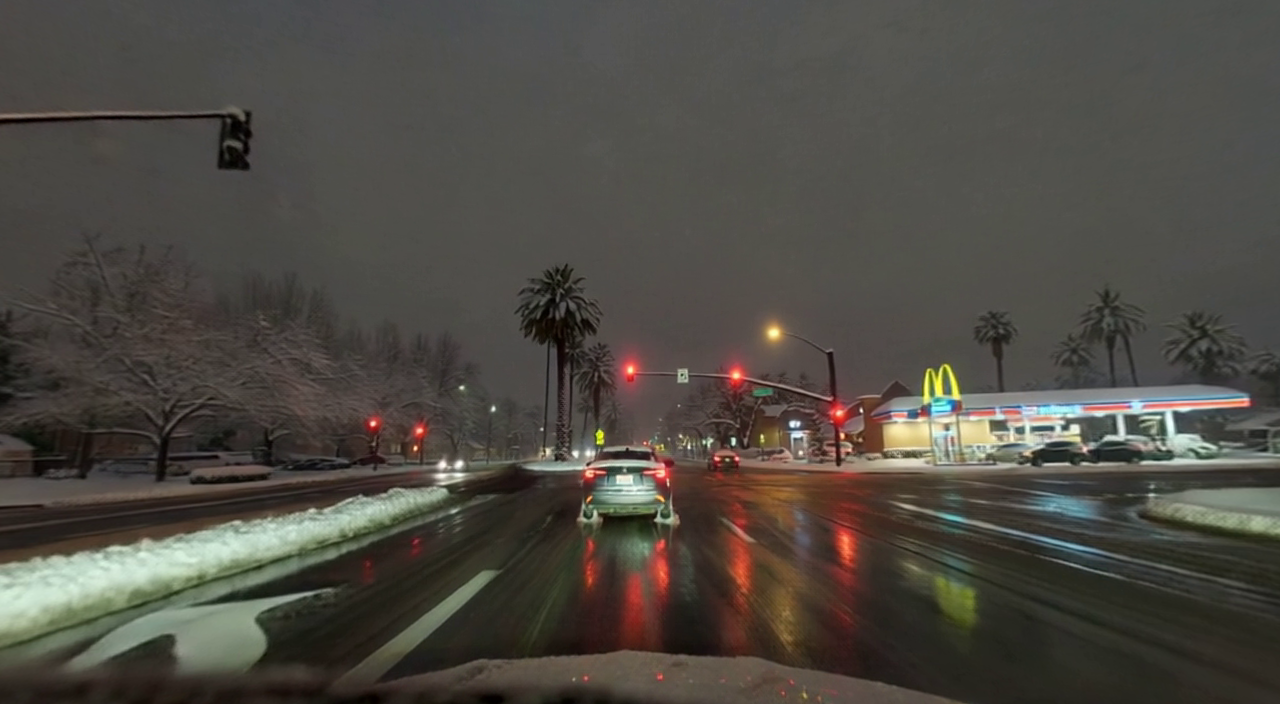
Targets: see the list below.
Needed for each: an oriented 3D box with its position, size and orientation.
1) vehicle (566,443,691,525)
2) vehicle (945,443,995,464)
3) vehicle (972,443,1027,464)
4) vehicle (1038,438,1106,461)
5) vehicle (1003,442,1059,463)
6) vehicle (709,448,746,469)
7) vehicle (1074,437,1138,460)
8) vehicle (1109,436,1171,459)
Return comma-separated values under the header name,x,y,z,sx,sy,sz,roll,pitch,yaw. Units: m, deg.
name,x,y,z,sx,sy,sz,roll,pitch,yaw
vehicle,-0.195,2.757,13.886,2.270,1.475,4.571,0,-8,0
vehicle,24.464,7.527,46.994,1.738,1.462,3.609,0,-8,-1
vehicle,26.540,7.472,46.756,1.923,1.501,3.849,-1,-8,3
vehicle,31.931,7.236,46.839,1.903,1.630,4.320,0,-8,-1
vehicle,29.003,7.465,46.979,1.848,1.467,3.941,-1,-8,3
vehicle,6.585,8.062,47.950,2.017,1.491,4.420,0,-8,-2
vehicle,34.570,7.165,46.989,1.824,1.643,3.789,0,-8,-1
vehicle,37.028,7.074,46.891,1.689,1.575,3.483,0,-8,-1
